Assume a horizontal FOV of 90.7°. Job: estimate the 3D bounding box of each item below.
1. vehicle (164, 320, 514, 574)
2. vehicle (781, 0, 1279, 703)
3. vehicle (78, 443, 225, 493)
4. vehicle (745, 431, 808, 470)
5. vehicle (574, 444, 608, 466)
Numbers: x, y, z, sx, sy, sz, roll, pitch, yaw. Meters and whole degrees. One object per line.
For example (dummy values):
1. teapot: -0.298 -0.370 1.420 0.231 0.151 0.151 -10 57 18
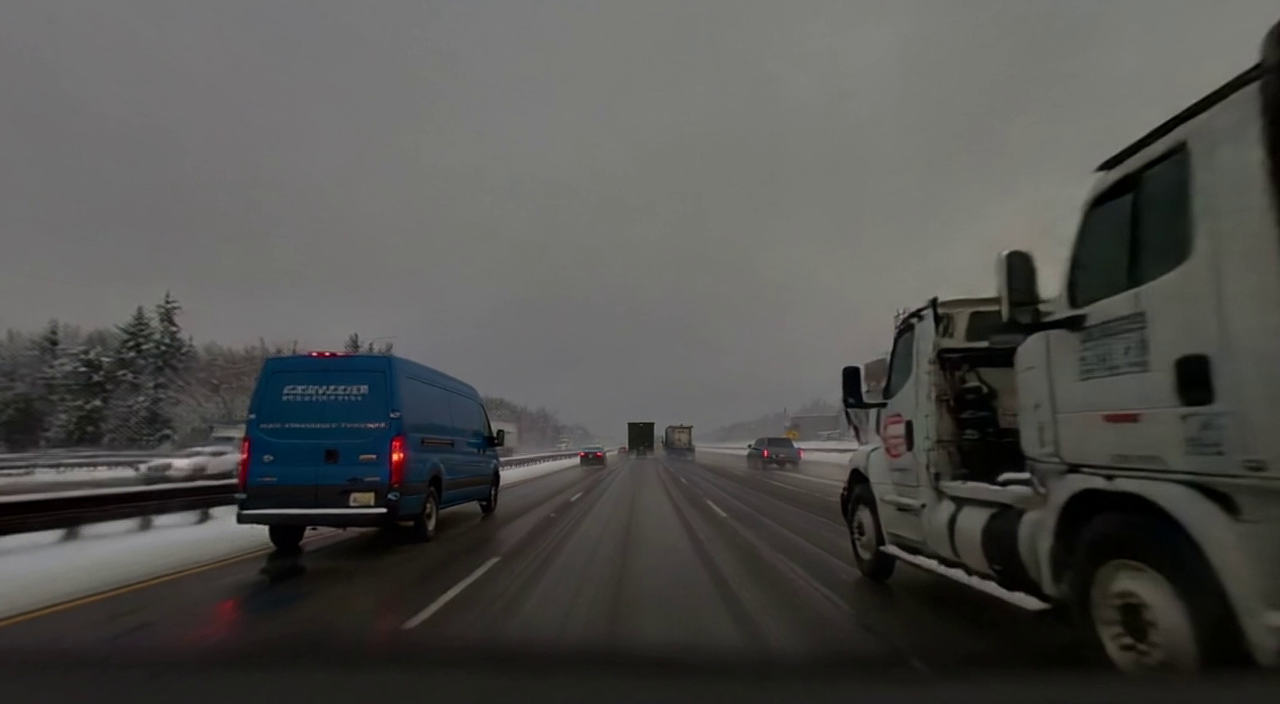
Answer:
1. vehicle: -4.037 1.538 10.536 2.557 2.855 6.674 0 -9 -1
2. vehicle: 3.647 0.214 5.694 3.011 3.900 6.798 0 -9 -1
3. vehicle: -19.961 4.726 26.236 2.081 1.843 4.845 0 -8 2
4. vehicle: 7.317 5.379 34.602 2.216 1.918 5.742 0 -8 0
5. vehicle: -3.473 7.397 45.419 2.024 1.472 4.014 -1 -8 1
